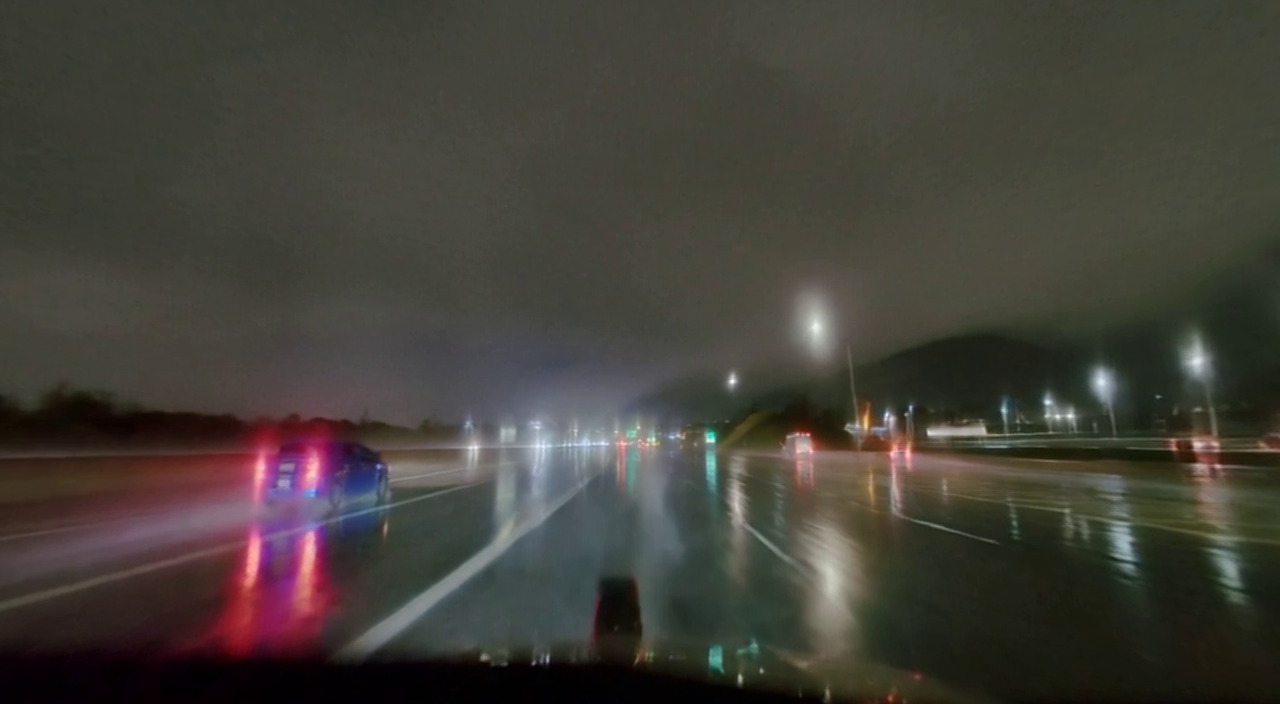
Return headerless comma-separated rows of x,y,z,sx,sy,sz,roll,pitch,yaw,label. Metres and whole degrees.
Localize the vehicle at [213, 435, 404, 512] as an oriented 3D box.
-7.710,2.845,15.403,2.005,1.545,4.874,0,-8,0,vehicle
